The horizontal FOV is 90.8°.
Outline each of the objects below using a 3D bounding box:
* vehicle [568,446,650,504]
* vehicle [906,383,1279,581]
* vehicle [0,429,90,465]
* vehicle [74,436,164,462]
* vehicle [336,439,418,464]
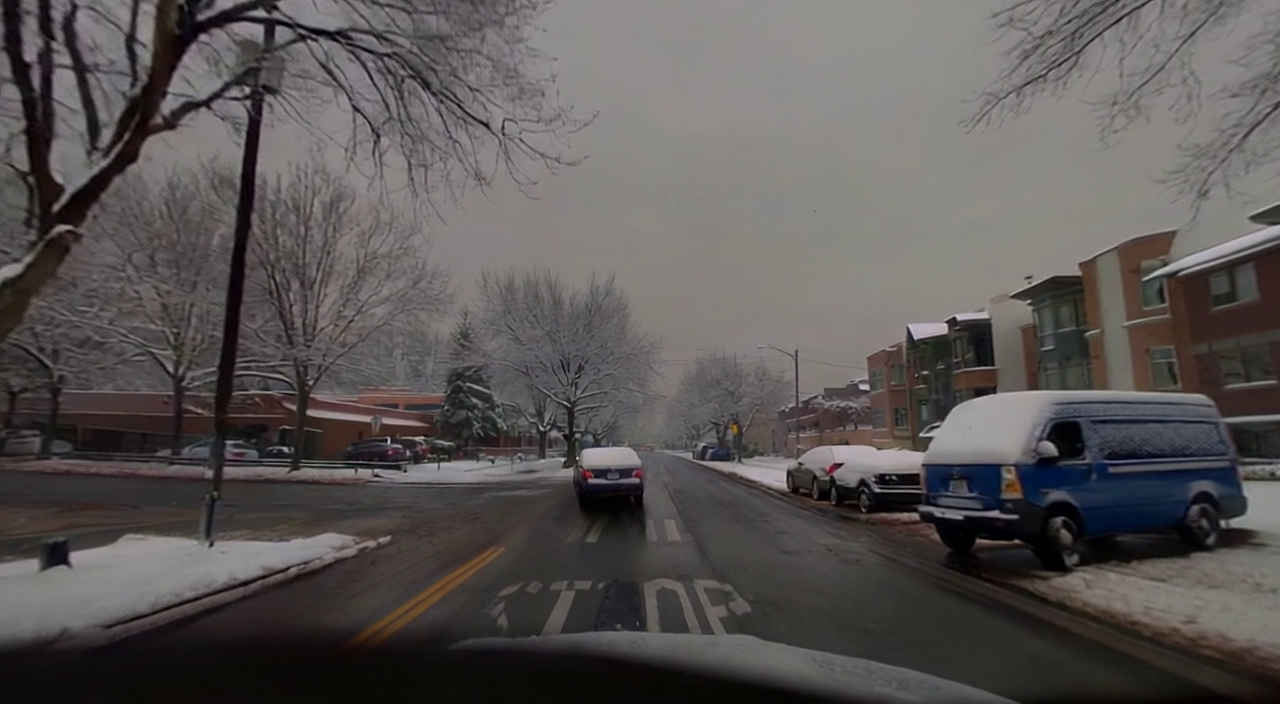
[{"bbox_3d":[-0.974,3.457,18.290,2.065,1.450,4.522,1,-9,-5],"label":"vehicle"},{"bbox_3d":[6.697,1.736,9.086,5.385,2.146,2.143,4,-10,-25],"label":"vehicle"},{"bbox_3d":[-31.766,4.924,32.740,4.438,1.814,2.044,0,-9,-1],"label":"vehicle"},{"bbox_3d":[-31.780,5.929,38.596,3.915,1.574,1.850,-1,-9,4],"label":"vehicle"},{"bbox_3d":[-18.337,6.951,44.249,4.892,1.679,1.927,1,-9,-6],"label":"vehicle"}]
